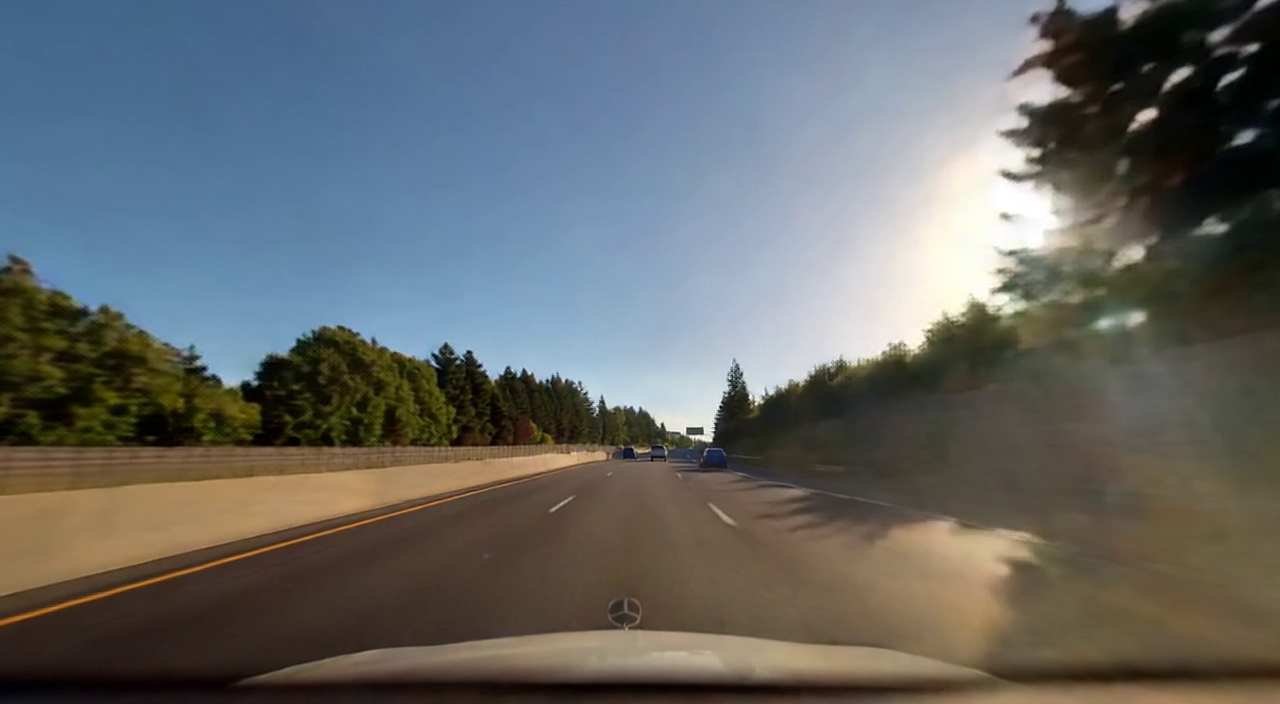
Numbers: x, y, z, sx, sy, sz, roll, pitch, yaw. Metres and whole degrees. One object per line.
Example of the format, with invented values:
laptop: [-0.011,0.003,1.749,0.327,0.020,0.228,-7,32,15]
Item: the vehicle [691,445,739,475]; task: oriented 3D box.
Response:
vehicle: [4.150,6.069,35.491,2.175,1.574,3.943,0,-9,0]
